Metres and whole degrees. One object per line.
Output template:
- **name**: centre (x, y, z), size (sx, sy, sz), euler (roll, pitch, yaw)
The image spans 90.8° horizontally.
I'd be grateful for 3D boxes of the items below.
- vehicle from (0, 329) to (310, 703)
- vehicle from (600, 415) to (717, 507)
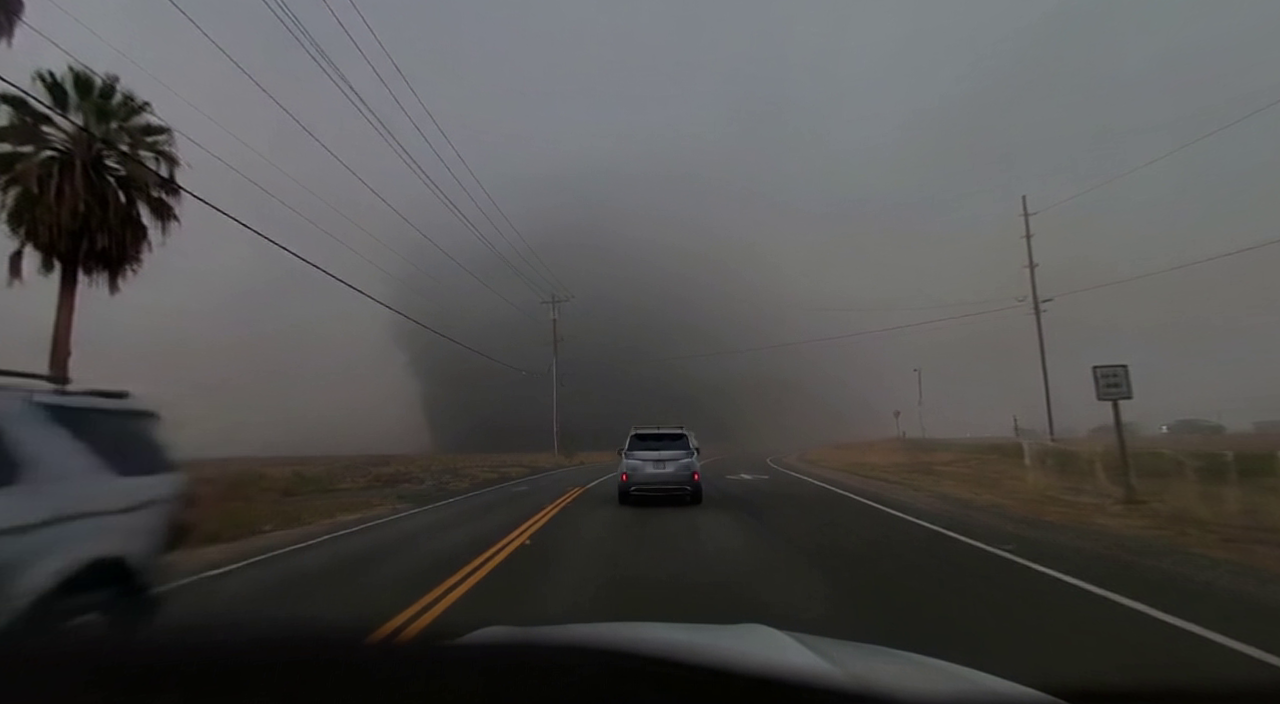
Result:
- **vehicle**: centre (-3.740, 0.774, 2.009), size (2.237, 1.878, 5.739), euler (0, -8, 0)
- **vehicle**: centre (0.402, 2.564, 15.232), size (2.364, 1.859, 4.538), euler (0, -8, 1)
